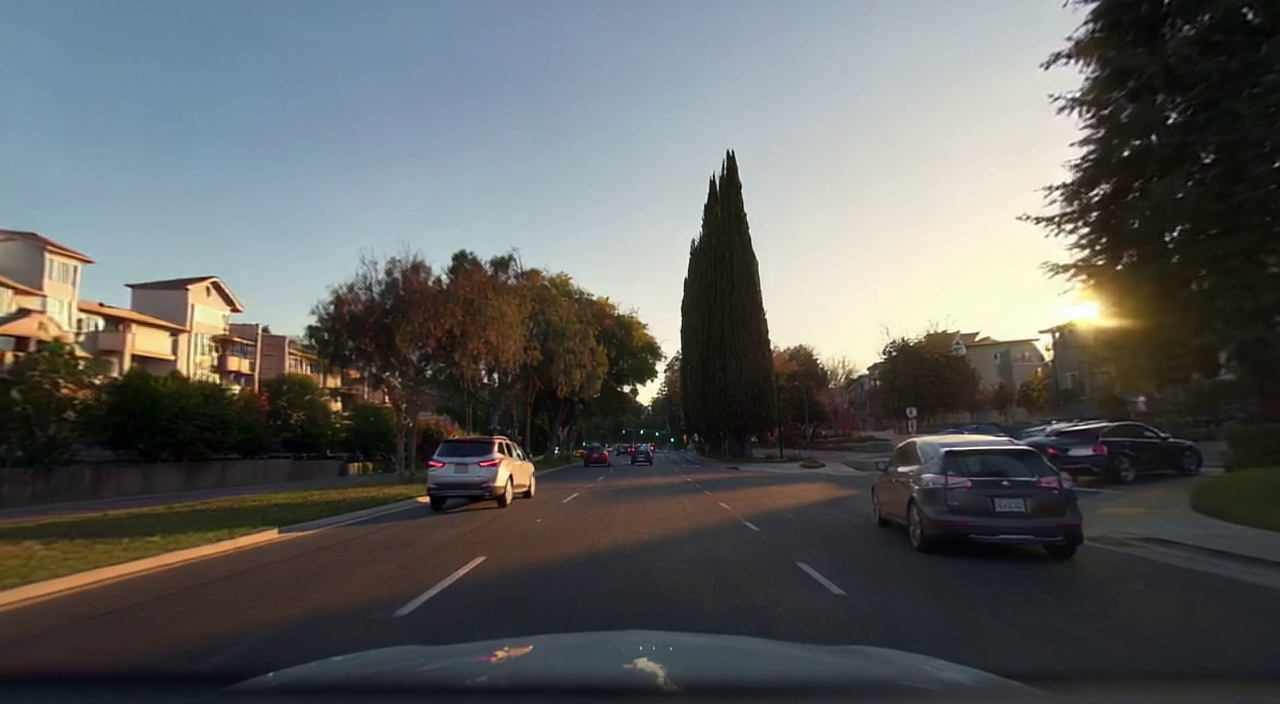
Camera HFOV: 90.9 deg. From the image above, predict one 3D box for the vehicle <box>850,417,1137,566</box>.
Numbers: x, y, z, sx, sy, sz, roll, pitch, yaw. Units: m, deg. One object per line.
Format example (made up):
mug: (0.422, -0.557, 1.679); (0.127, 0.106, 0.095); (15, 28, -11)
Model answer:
vehicle: (4.563, 1.839, 9.082); (1.969, 1.593, 4.293); (-1, -9, 6)

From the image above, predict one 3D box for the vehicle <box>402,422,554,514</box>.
vehicle: (-3.591, 2.700, 15.143); (2.216, 1.828, 4.886); (0, -9, 2)

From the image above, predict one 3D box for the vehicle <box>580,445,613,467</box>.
vehicle: (-3.267, 7.891, 48.129); (2.091, 1.548, 4.604); (0, -9, 2)

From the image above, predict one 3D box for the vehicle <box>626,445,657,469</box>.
vehicle: (0.144, 7.047, 42.406); (1.940, 1.501, 4.133); (0, -9, 1)

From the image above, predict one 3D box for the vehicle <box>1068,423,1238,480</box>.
vehicle: (16.144, 3.108, 19.858); (4.735, 1.597, 1.950); (3, -9, -22)
